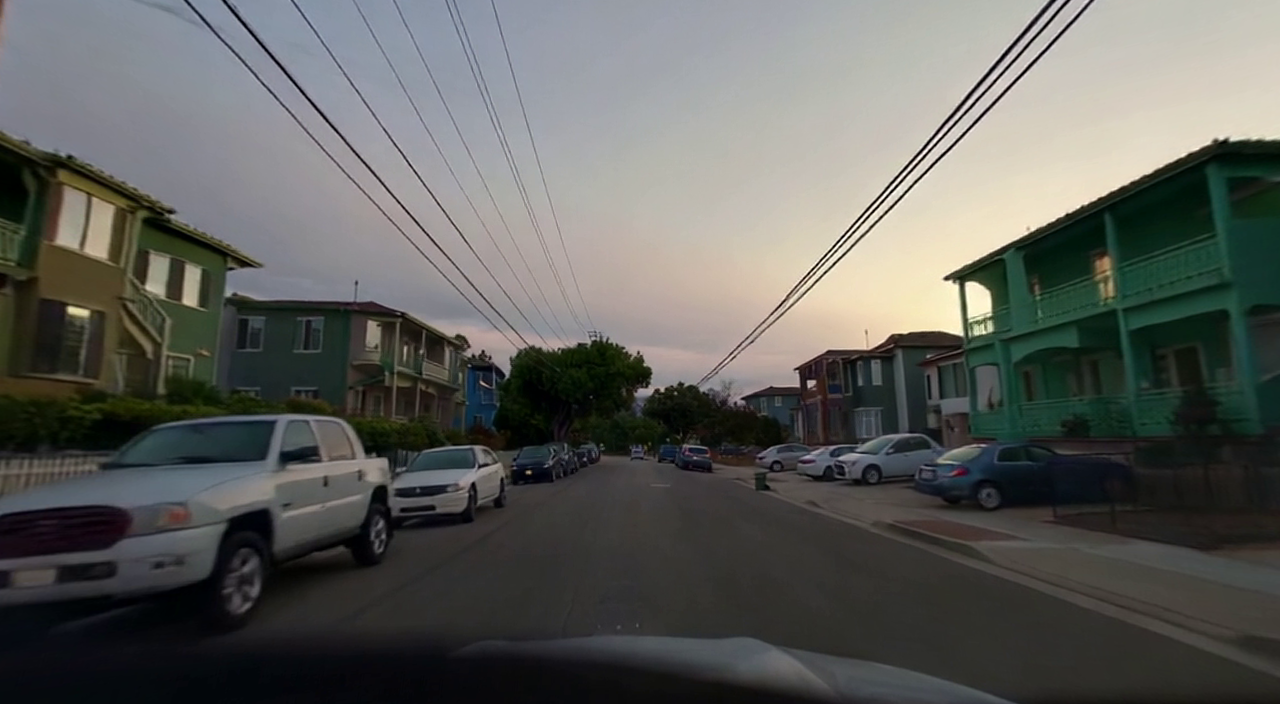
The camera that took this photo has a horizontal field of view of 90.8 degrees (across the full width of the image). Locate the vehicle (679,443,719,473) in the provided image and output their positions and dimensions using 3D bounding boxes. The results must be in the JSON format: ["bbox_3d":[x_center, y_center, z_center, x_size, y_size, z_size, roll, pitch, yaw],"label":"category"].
[{"bbox_3d":[3.254,5.939,35.514,1.916,1.587,3.986,0,-9,0],"label":"vehicle"}]

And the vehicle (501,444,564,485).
[{"bbox_3d":[-4.222,4.468,25.464,1.745,1.490,4.304,0,-9,0],"label":"vehicle"}]

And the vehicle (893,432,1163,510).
[{"bbox_3d":[8.122,2.494,13.544,4.594,1.512,1.824,0,-8,-2],"label":"vehicle"}]

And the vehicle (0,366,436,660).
[{"bbox_3d":[-4.017,1.408,6.664,2.057,1.887,5.053,0,-9,-1],"label":"vehicle"}]
